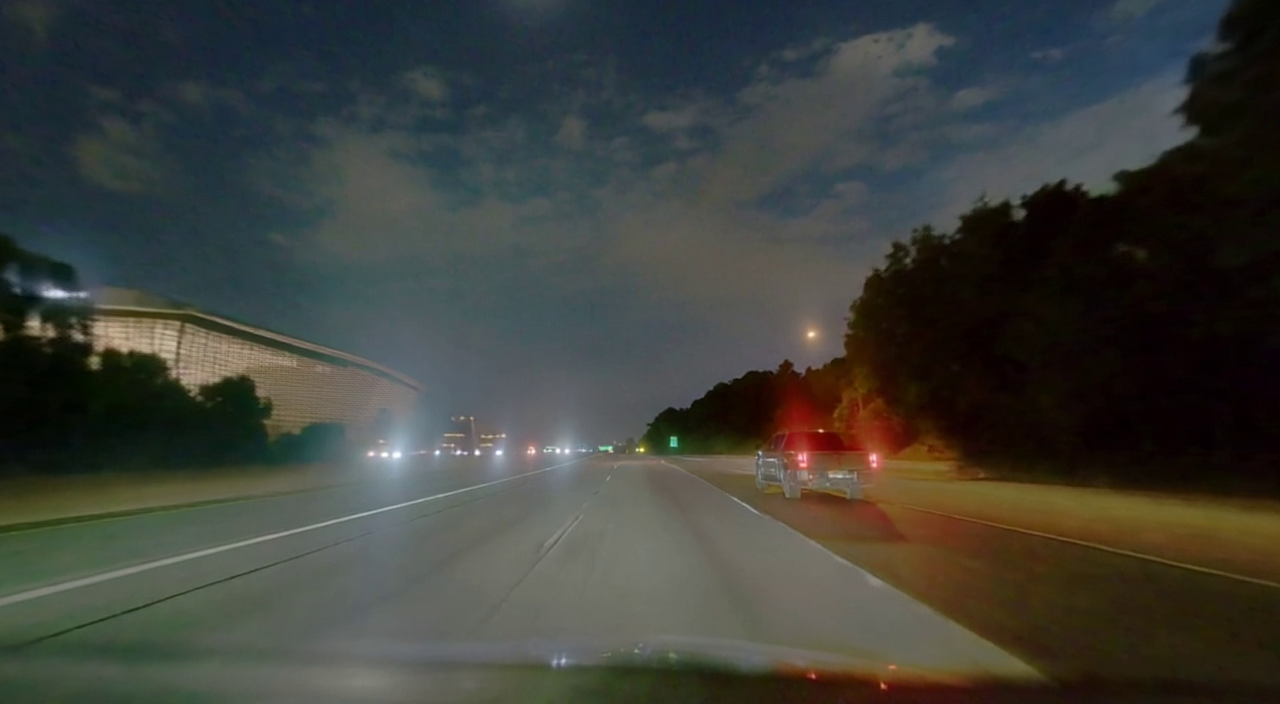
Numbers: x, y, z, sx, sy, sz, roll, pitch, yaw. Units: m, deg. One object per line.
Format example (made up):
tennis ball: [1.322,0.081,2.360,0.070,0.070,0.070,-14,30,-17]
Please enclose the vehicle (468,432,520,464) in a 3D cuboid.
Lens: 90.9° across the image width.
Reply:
vehicle: [-11.290,7.516,49.252,2.400,2.294,6.797,0,-9,0]
